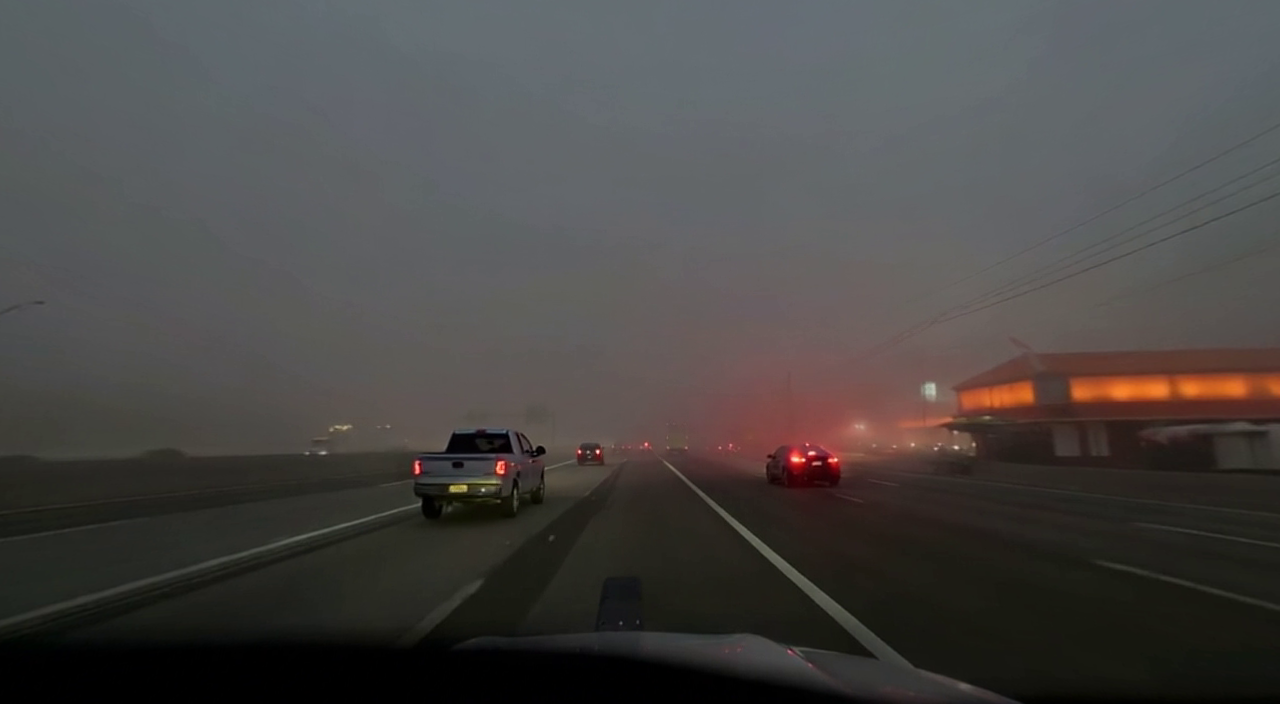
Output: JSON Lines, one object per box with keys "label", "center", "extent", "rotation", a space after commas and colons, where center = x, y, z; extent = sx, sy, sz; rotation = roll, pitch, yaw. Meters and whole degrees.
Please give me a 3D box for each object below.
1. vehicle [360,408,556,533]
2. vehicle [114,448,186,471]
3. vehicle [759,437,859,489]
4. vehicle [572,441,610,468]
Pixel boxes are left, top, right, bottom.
{"label": "vehicle", "center": [-2.981, 2.086, 11.586], "extent": [2.130, 1.799, 4.583], "rotation": [0, -9, 1]}
{"label": "vehicle", "center": [-34.954, 7.660, 45.021], "extent": [1.774, 1.527, 3.995], "rotation": [0, -9, 3]}
{"label": "vehicle", "center": [5.382, 3.603, 20.691], "extent": [1.980, 1.501, 4.433], "rotation": [1, -9, -1]}
{"label": "vehicle", "center": [-2.892, 6.138, 37.772], "extent": [1.929, 1.521, 4.097], "rotation": [0, -9, 1]}
